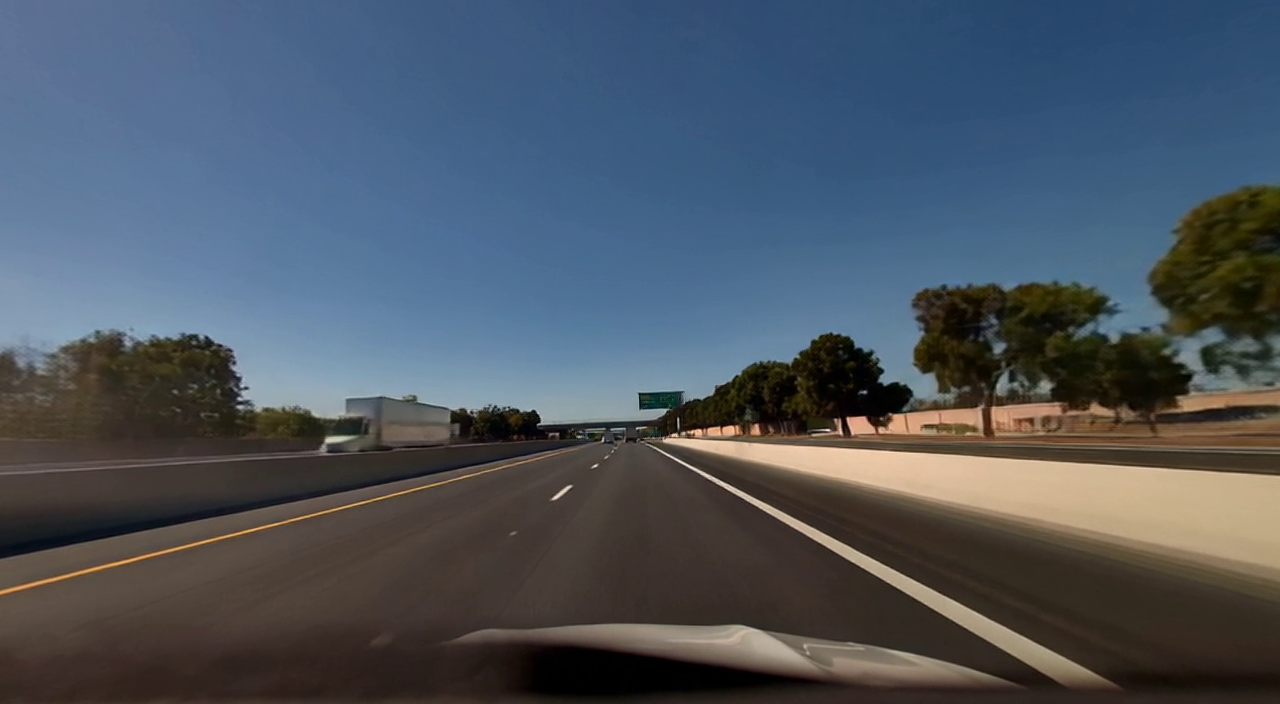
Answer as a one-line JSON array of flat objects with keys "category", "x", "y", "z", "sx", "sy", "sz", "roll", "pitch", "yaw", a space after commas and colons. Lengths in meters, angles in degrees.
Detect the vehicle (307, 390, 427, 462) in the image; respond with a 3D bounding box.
[{"category": "vehicle", "x": -17.465, "y": 4.975, "z": 41.481, "sx": 3.032, "sy": 4.098, "sz": 11.458, "roll": 0, "pitch": -8, "yaw": -1}]
